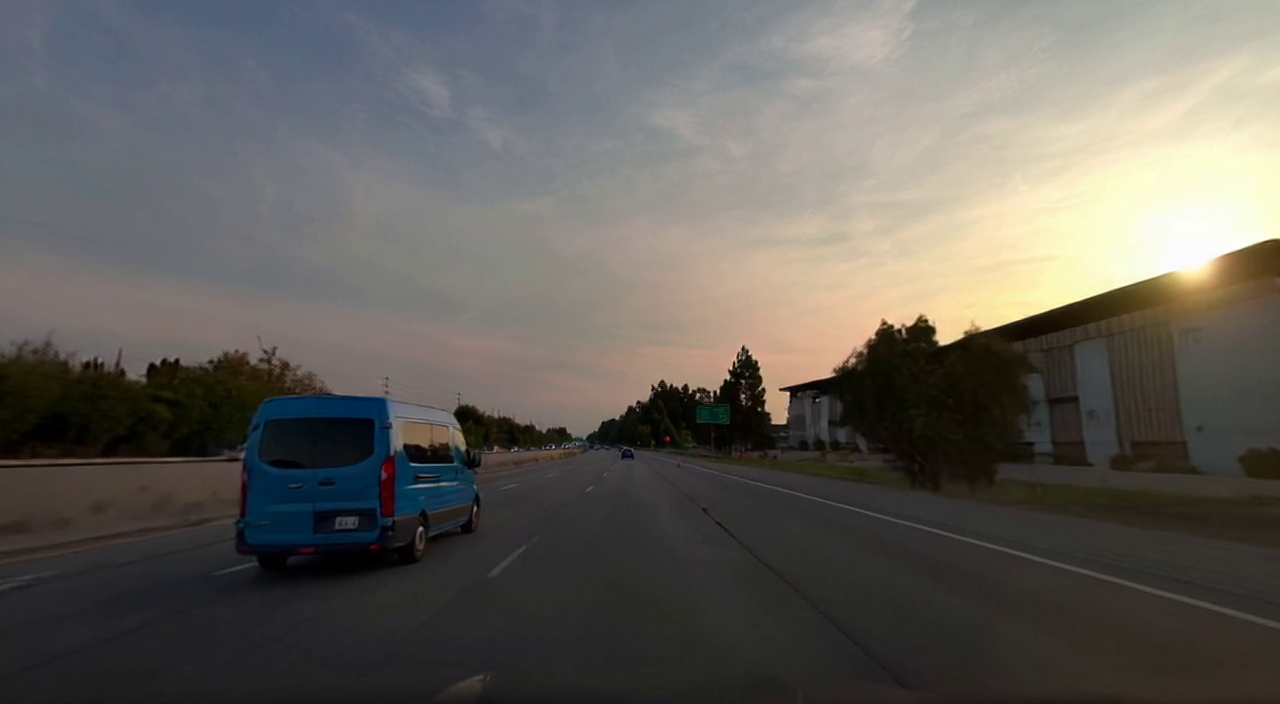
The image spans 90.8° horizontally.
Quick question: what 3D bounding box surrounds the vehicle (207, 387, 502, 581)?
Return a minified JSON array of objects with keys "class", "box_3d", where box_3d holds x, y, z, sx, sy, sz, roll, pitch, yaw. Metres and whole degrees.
[{"class":"vehicle","box_3d":[-3.436,1.695,8.829,2.046,1.982,4.465,0,-9,-1]}]
